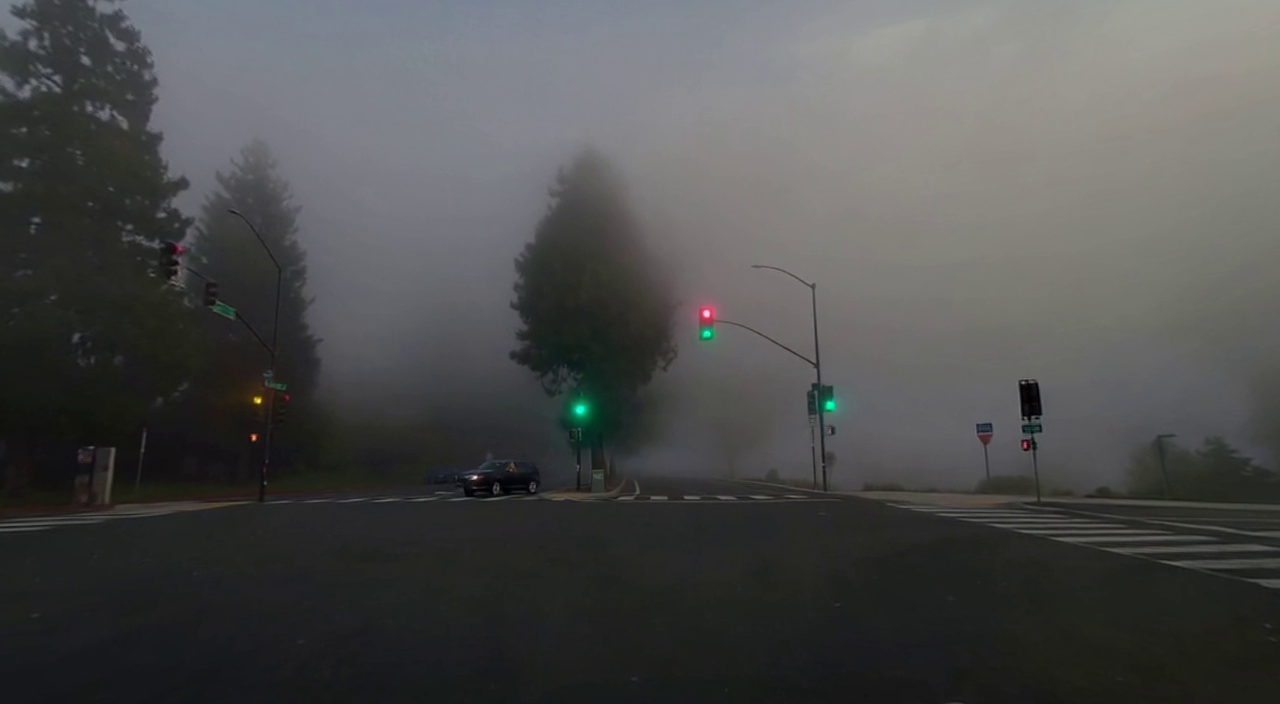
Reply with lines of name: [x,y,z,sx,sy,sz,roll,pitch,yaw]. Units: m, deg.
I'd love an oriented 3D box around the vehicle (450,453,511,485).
vehicle: [-8.041,5.913,32.178,1.960,1.433,4.213,0,-8,1]

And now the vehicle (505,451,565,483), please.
vehicle: [-5.243,5.804,32.156,2.107,1.456,4.728,0,-8,2]
